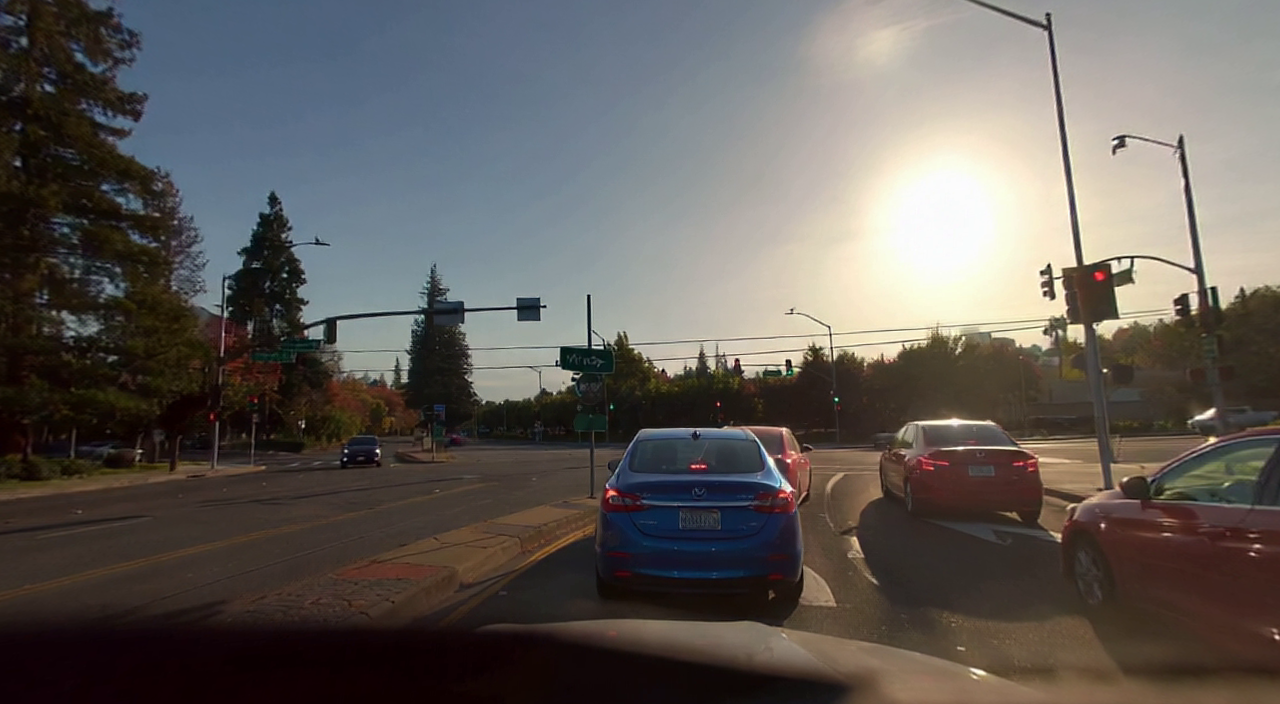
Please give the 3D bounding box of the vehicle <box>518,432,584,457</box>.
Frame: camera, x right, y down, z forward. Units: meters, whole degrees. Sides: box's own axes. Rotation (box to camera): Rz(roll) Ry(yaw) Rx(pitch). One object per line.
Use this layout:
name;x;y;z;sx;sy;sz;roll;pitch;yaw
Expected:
vehicle;-5.941;6.109;41.549;1.932;1.573;4.509;8;-12;-44

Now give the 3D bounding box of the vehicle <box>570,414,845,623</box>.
vehicle;0.863;1.499;6.687;2.052;1.483;3.928;-2;-8;12

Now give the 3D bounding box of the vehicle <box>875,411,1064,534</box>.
vehicle;5.547;2.045;11.286;2.102;1.717;4.373;-2;-9;16

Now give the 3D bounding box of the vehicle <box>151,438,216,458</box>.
vehicle;-35.352;7.445;48.657;1.652;1.433;3.733;-7;-11;40

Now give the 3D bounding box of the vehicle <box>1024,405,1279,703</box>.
vehicle;4.249;1.061;3.367;1.954;1.508;4.441;-1;-8;6

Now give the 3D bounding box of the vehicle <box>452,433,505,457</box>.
vehicle;-12.435;7.128;48.200;1.972;1.705;4.457;8;-11;-44
